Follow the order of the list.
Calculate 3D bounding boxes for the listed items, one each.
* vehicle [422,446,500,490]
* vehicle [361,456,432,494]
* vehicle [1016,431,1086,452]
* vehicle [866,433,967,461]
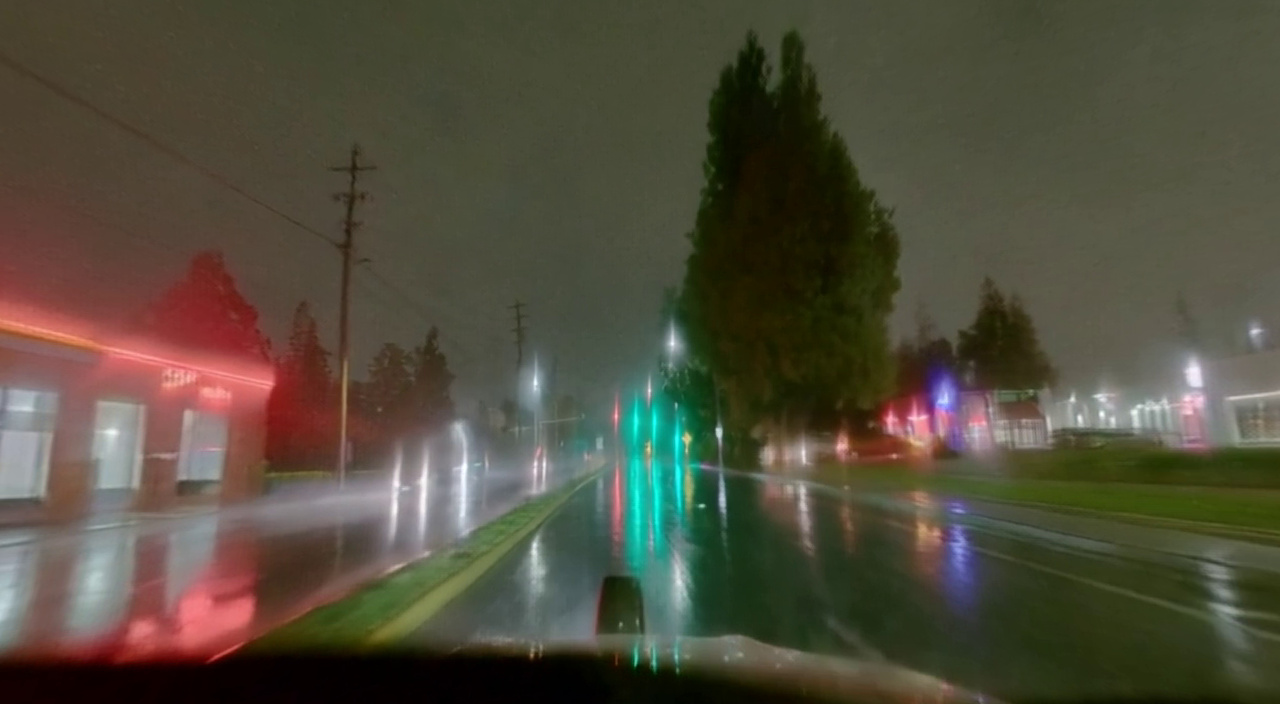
[{"bbox_3d":[-7.852,5.091,28.111,2.129,1.649,4.647,-3,-9,0],"label":"vehicle"},{"bbox_3d":[-10.877,5.496,28.335,1.688,1.419,3.783,-4,-9,0],"label":"vehicle"},{"bbox_3d":[29.592,6.486,45.506,1.749,1.436,4.792,0,-9,0],"label":"vehicle"},{"bbox_3d":[16.220,5.590,37.113,4.947,1.587,2.133,0,-9,-3],"label":"vehicle"}]
